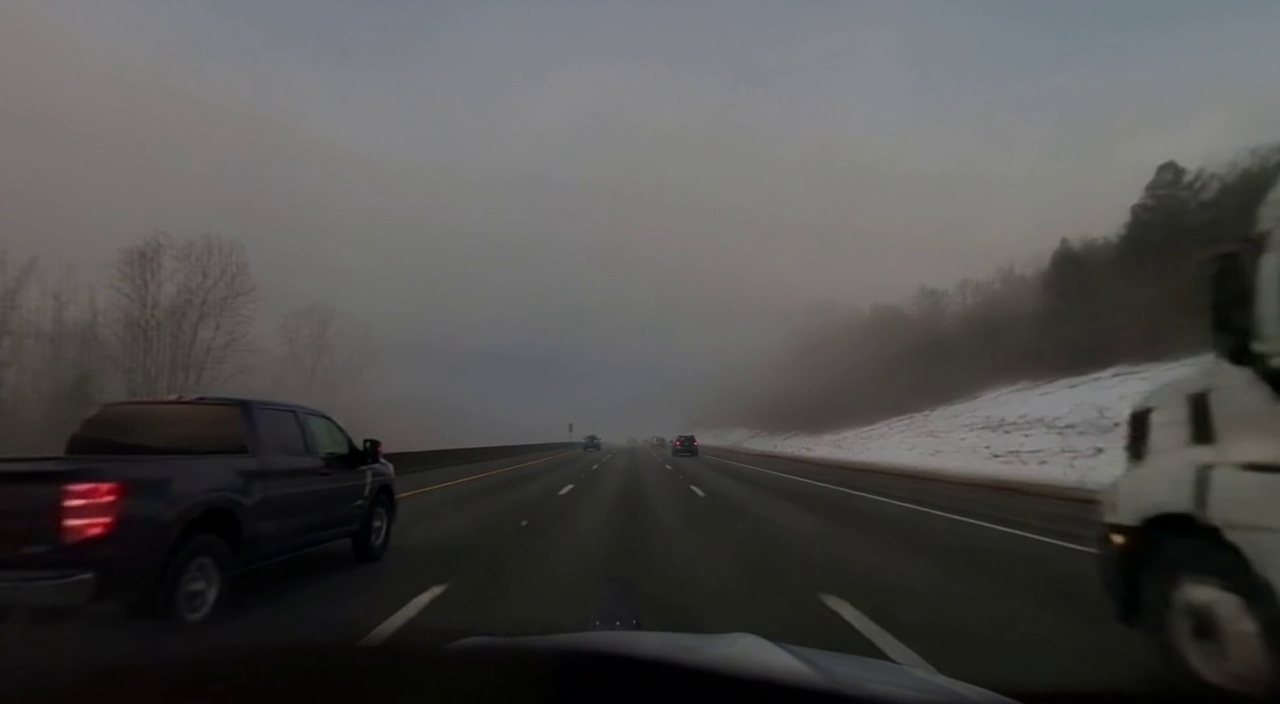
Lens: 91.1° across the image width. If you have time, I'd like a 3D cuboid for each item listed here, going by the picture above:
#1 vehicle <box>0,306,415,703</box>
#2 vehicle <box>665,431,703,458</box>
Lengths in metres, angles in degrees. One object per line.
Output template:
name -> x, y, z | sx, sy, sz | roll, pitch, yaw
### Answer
vehicle -> -3.558, 1.004, 4.509 | 2.185, 1.772, 4.656 | 0, -8, 0
vehicle -> 2.976, 6.368, 43.417 | 2.124, 1.696, 4.173 | 0, -8, -2
